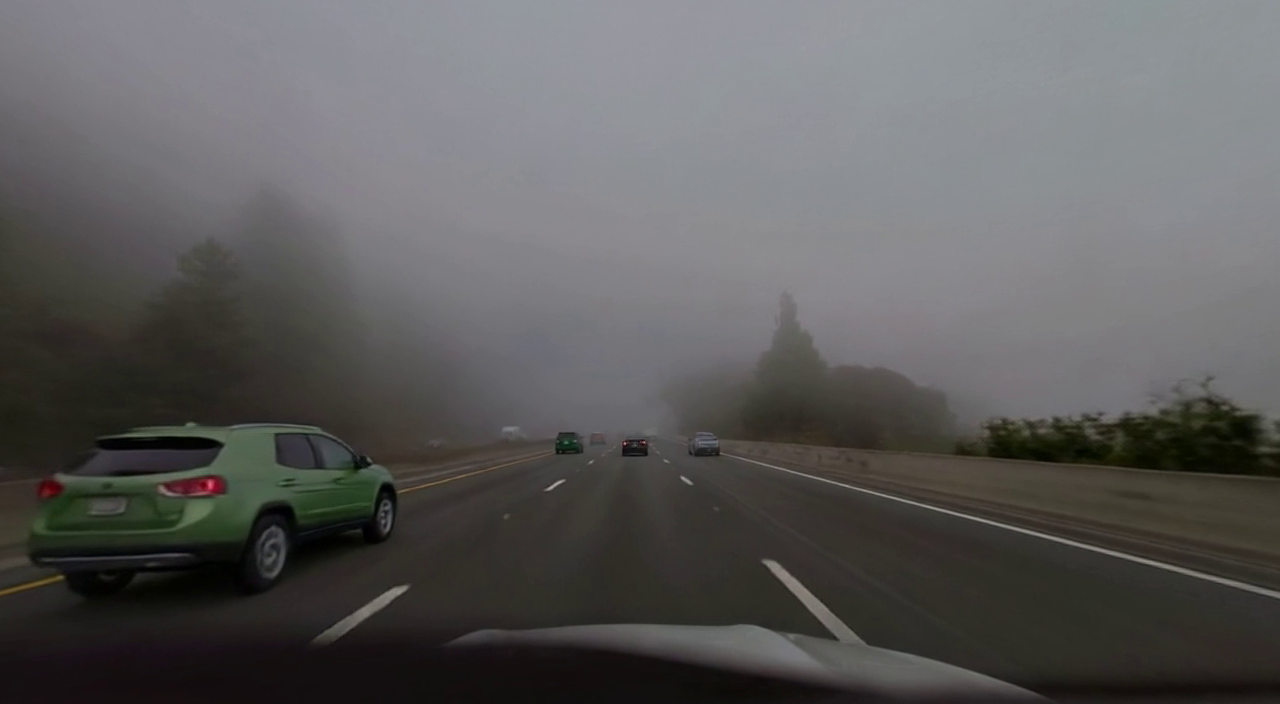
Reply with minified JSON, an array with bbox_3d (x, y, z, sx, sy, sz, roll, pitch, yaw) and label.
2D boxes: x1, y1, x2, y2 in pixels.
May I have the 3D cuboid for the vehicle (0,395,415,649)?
[{"bbox_3d":[-4.109,1.335,6.231,2.023,1.512,4.804,0,-8,0],"label":"vehicle"}]

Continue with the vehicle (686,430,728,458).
[{"bbox_3d":[3.760,5.225,35.984,1.841,1.491,3.869,0,-8,-2],"label":"vehicle"}]

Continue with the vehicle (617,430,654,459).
[{"bbox_3d":[-0.250,4.863,33.255,1.869,1.466,3.356,0,-8,-1],"label":"vehicle"}]
